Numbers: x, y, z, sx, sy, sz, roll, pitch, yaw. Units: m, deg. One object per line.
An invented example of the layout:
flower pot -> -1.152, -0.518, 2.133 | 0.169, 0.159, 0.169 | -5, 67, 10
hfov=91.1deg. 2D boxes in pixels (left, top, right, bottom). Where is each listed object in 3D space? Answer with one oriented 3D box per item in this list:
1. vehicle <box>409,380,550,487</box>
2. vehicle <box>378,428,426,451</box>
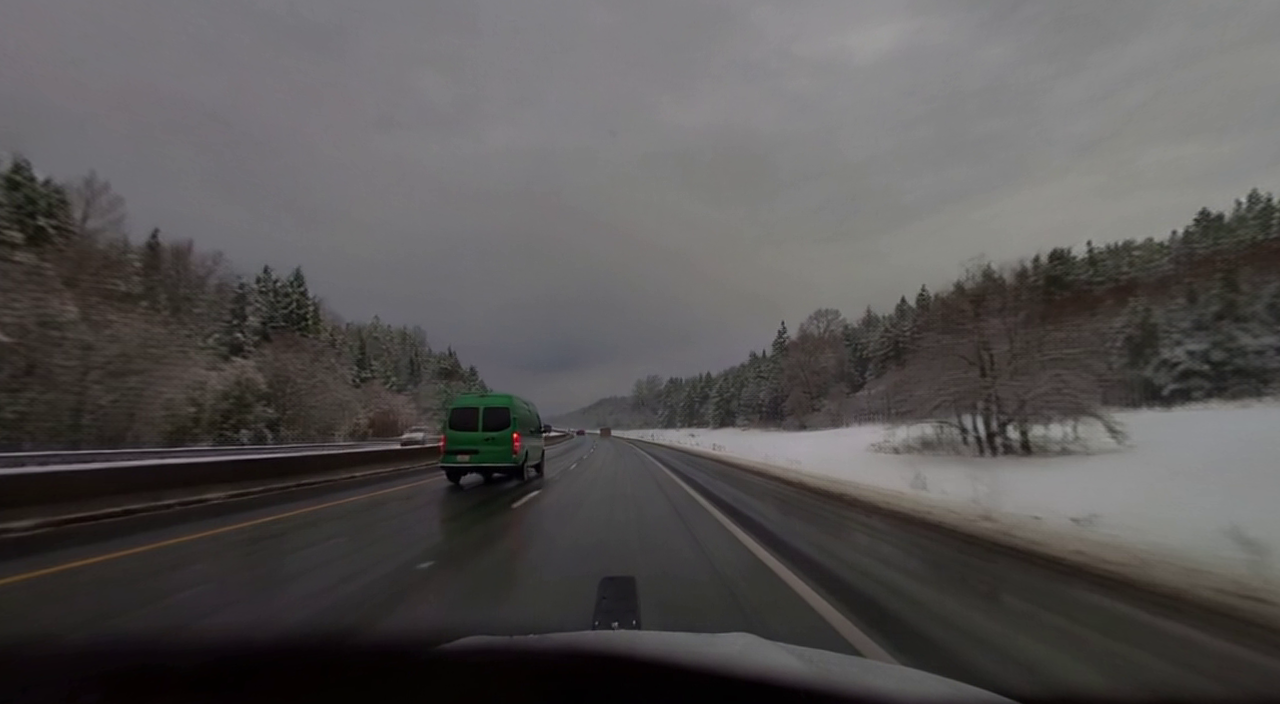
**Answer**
vehicle -> -4.153, 2.275, 17.571 | 2.561, 2.509, 5.465 | 0, -8, -1
vehicle -> -16.355, 6.033, 43.426 | 1.825, 1.536, 4.043 | 0, -7, -2
